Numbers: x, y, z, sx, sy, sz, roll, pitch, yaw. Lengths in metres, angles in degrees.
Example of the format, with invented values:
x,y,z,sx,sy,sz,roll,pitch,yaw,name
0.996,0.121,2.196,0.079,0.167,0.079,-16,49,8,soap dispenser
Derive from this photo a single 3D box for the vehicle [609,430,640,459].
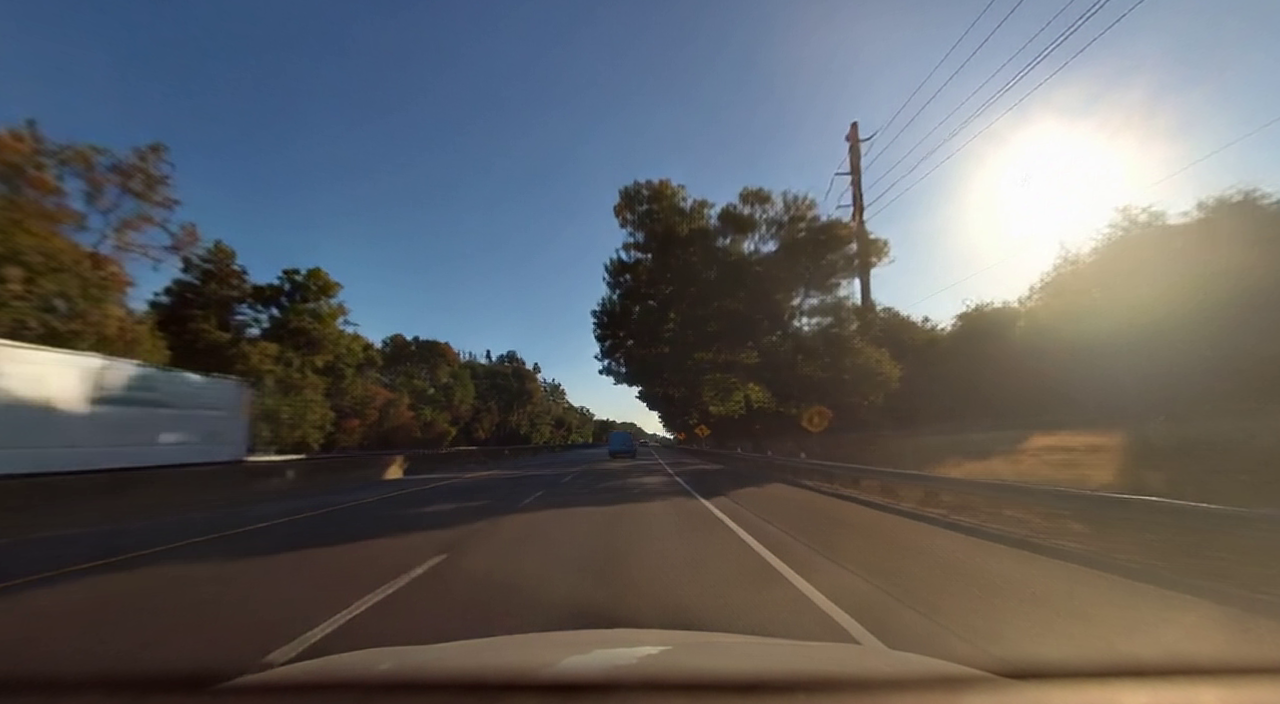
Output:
x,y,z,sx,sy,sz,roll,pitch,yaw,name
-1.022,6.430,43.804,2.041,1.856,4.353,0,-8,0,vehicle

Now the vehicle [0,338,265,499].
x,y,z,sx,sy,sz,roll,pitch,yaw,name
-17.202,2.121,18.928,2.870,3.941,14.518,0,-8,0,vehicle
